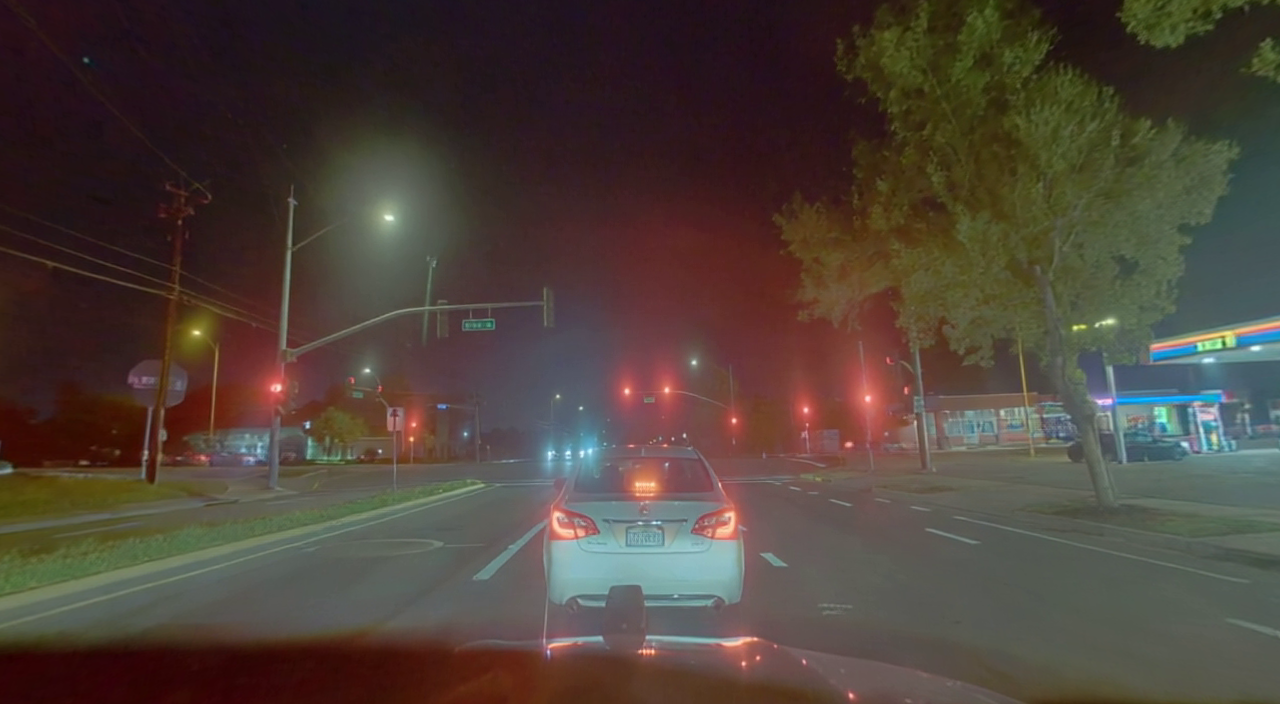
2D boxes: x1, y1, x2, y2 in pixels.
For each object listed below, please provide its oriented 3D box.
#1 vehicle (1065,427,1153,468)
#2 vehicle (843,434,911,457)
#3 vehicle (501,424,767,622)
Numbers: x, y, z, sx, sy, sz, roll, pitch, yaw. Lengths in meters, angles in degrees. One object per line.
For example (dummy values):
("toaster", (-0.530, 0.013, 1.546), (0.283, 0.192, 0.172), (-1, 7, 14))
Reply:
("vehicle", (18.569, 3.757, 24.889), (4.091, 1.495, 2.053), (8, -12, -44))
("vehicle", (16.344, 6.491, 43.621), (3.975, 1.563, 1.755), (-1, -8, 4))
("vehicle", (-0.045, 1.601, 6.889), (2.010, 1.482, 4.057), (0, -8, 0))
